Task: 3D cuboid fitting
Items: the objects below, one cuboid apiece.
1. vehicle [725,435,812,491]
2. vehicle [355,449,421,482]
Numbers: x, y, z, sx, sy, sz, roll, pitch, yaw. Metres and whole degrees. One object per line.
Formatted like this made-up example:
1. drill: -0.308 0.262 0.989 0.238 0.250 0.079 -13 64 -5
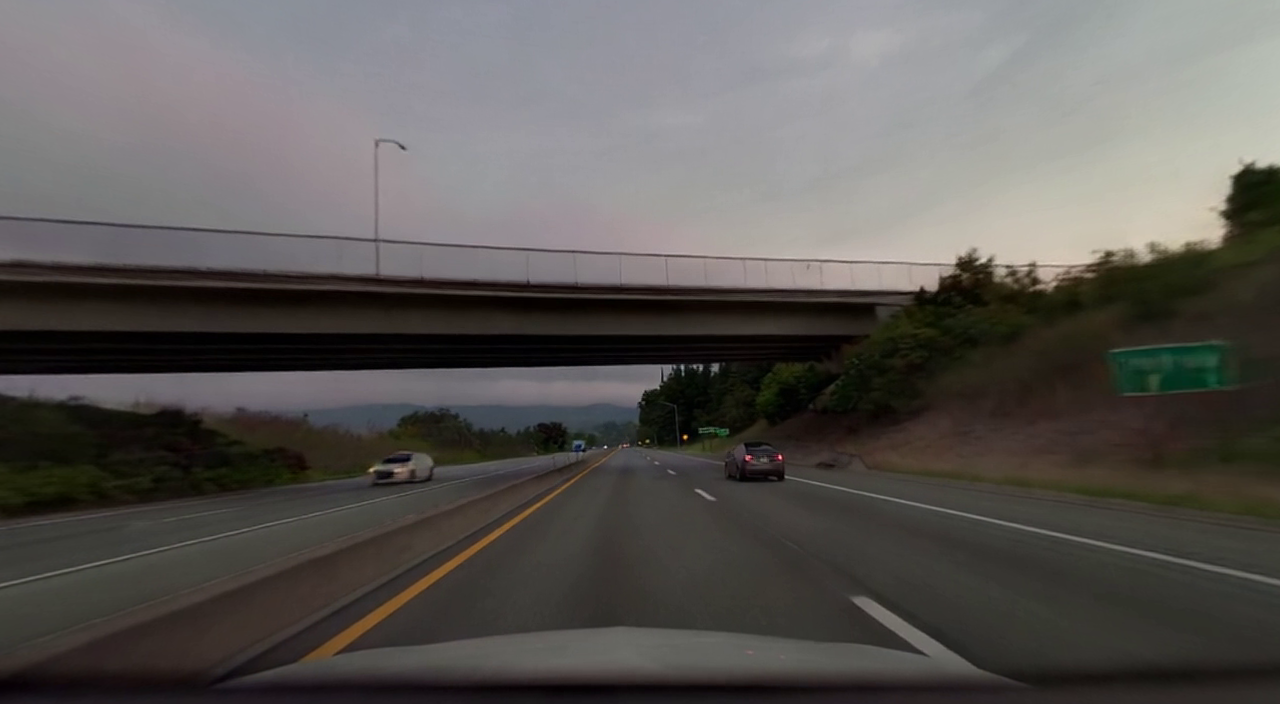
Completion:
1. vehicle: 3.748 3.286 18.963 1.781 1.470 3.540 0 -8 -2
2. vehicle: -12.637 5.684 31.763 1.780 1.527 3.827 0 -8 -1
